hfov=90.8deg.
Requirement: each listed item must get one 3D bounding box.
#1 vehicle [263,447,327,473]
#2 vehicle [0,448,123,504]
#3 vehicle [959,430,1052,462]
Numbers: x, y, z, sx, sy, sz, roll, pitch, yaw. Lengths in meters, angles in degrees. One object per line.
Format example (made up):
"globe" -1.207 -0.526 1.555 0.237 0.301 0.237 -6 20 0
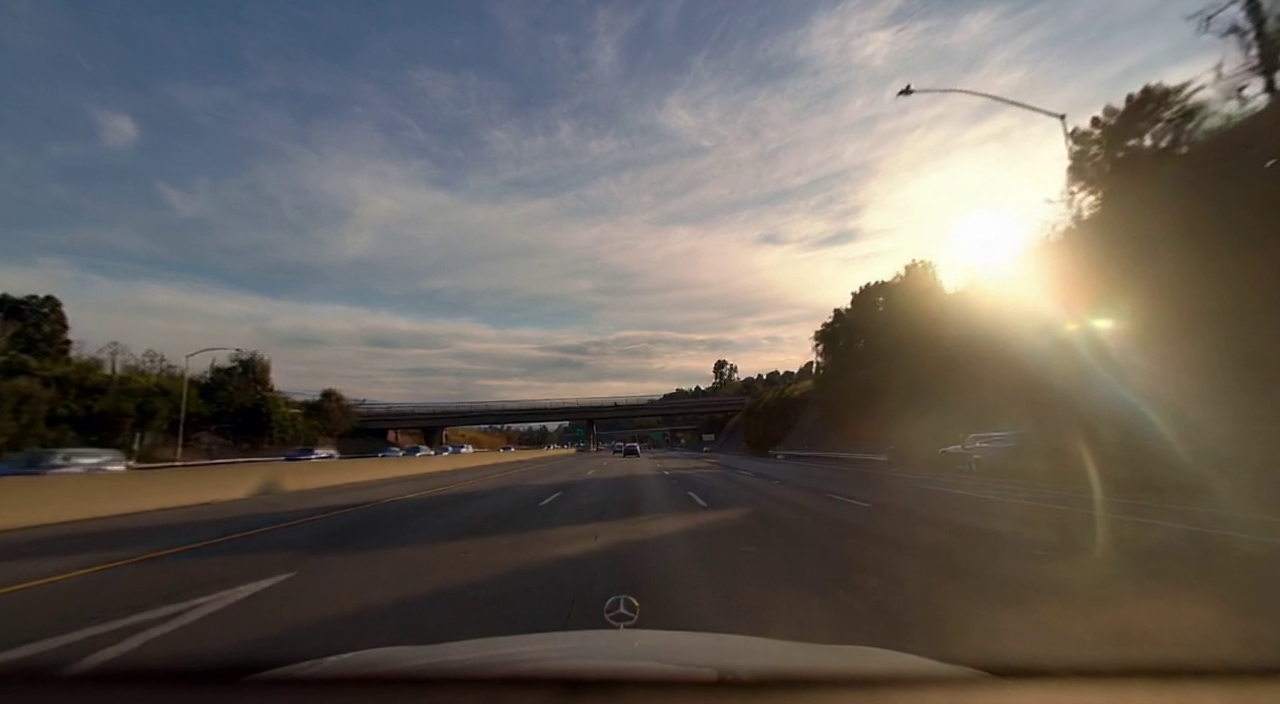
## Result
"vehicle" -22.018 6.849 40.486 1.825 1.556 4.203 0 -9 -1
"vehicle" -18.389 3.647 18.952 1.871 1.497 4.589 0 -9 -1
"vehicle" 18.566 4.825 32.380 1.916 1.508 4.485 0 -9 -2
